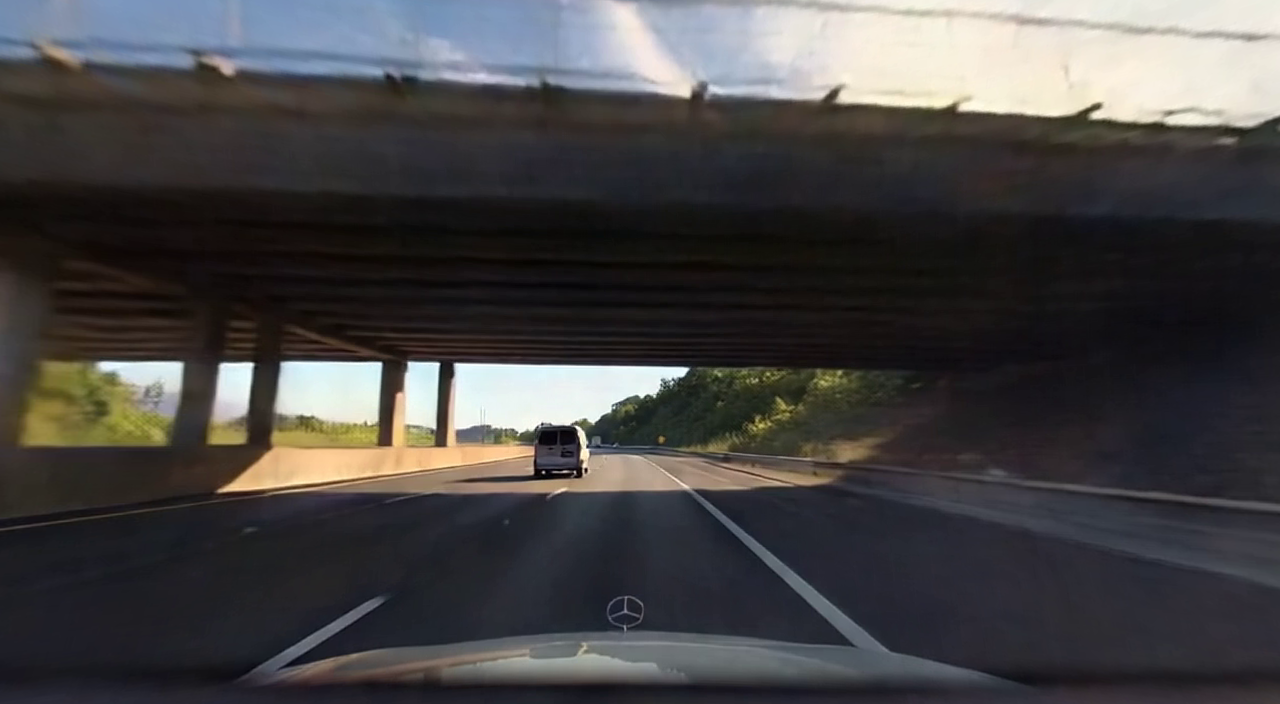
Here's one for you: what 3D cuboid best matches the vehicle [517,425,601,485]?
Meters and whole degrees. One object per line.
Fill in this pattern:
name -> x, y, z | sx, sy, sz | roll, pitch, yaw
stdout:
vehicle -> -2.767, 3.698, 22.861 | 2.372, 1.891, 5.061 | 0, -8, 0
